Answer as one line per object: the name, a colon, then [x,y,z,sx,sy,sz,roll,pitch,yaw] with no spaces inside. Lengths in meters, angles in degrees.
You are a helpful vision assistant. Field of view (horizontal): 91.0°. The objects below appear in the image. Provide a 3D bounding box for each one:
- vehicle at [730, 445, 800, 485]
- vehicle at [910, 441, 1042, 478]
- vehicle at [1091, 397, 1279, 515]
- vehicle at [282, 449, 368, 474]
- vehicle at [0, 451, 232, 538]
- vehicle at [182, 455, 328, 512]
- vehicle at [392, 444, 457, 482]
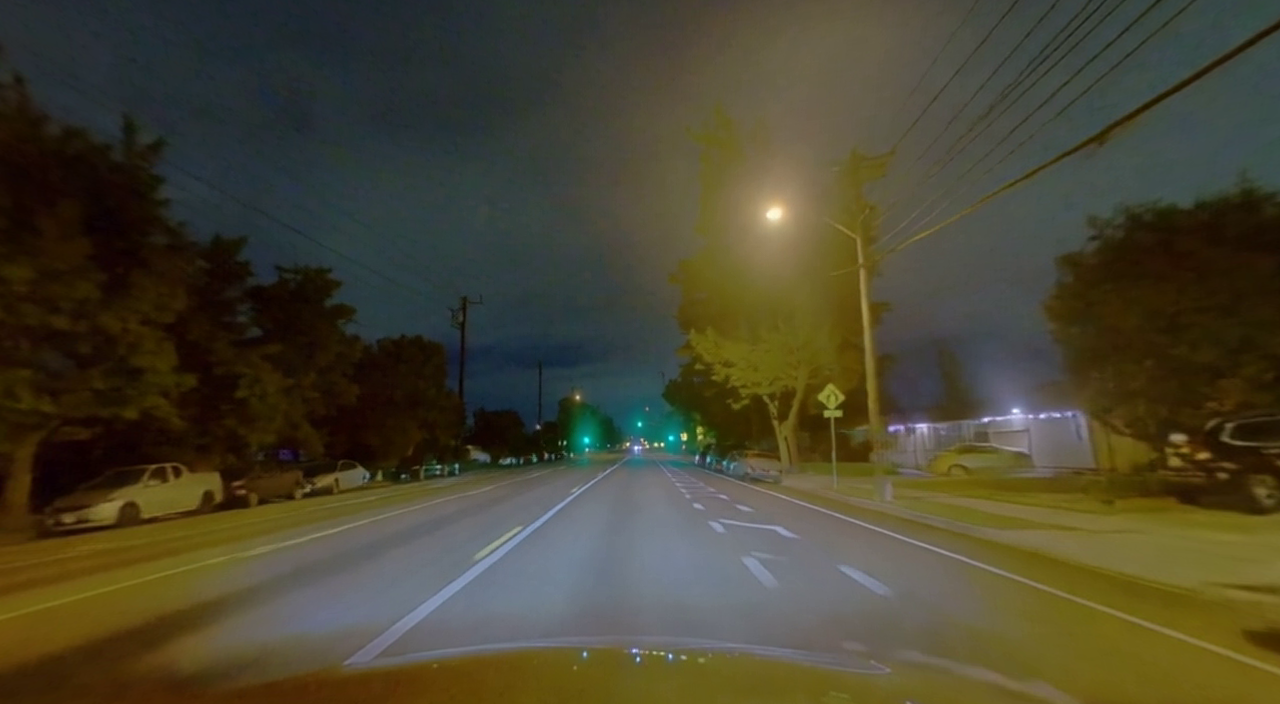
vehicle: [5.018,4.563,25.819,1.924,1.471,4.259,0,-8,-1]
vehicle: [12.738,4.080,24.057,3.983,1.332,1.812,0,-8,2]
vehicle: [12.399,1.888,12.041,5.672,1.951,2.249,-2,-9,0]
vehicle: [-20.828,7.265,41.763,4.601,1.613,2.030,0,-8,-2]
vehicle: [-12.311,3.313,15.295,1.999,1.650,4.381,-3,-9,-2]
vehicle: [-12.186,4.147,20.344,1.877,1.474,4.419,-2,-9,1]
vehicle: [-12.143,6.258,35.789,2.116,1.875,4.675,-3,-9,0]
